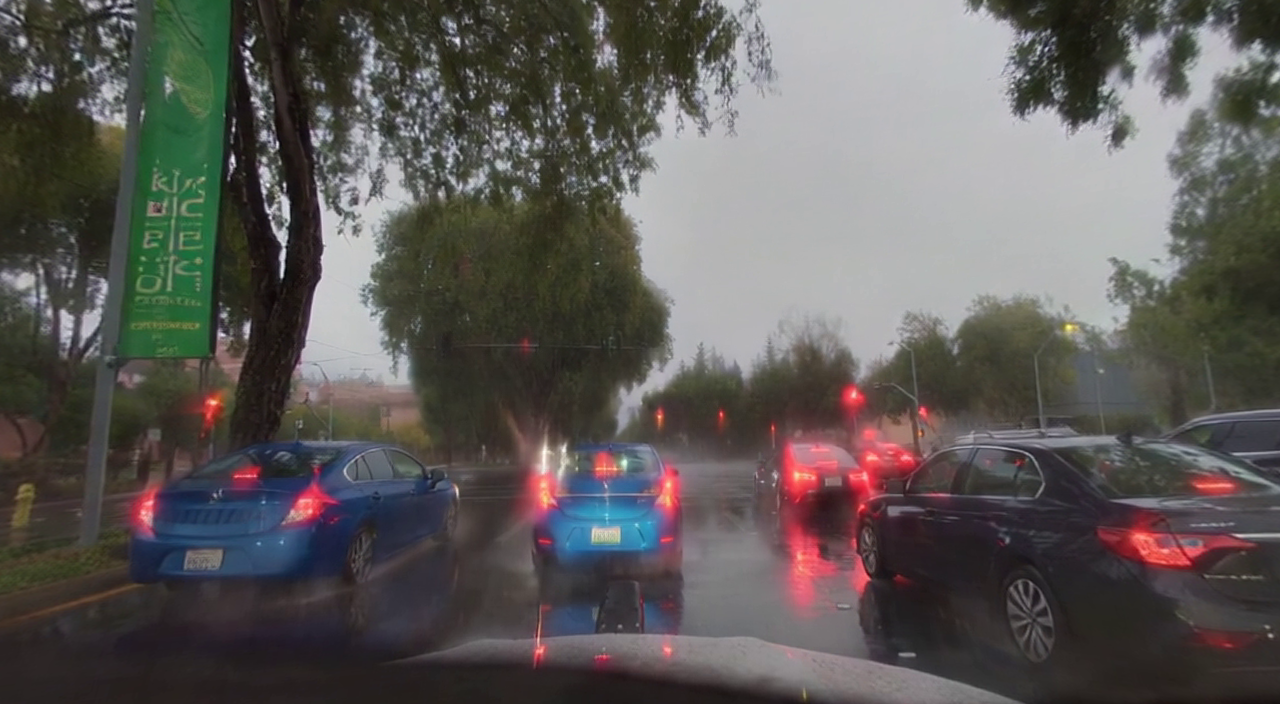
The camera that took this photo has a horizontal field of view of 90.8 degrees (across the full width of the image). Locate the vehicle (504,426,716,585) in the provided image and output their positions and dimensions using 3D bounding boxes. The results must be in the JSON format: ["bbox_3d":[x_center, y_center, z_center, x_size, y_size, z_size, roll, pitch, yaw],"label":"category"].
[{"bbox_3d":[-0.306,1.725,7.842,1.994,1.479,3.647,0,-9,-1],"label":"vehicle"}]

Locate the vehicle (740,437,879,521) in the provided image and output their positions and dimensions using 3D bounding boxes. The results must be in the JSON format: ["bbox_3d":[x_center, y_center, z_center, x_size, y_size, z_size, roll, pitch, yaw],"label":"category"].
[{"bbox_3d":[3.397,2.611,13.488,1.852,1.498,3.825,0,-9,-1],"label":"vehicle"}]

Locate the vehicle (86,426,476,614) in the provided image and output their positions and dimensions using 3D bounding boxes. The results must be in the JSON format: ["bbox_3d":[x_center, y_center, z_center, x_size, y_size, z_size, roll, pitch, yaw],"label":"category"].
[{"bbox_3d":[-3.371,1.635,7.098,1.929,1.457,4.136,0,-9,0],"label":"vehicle"}]

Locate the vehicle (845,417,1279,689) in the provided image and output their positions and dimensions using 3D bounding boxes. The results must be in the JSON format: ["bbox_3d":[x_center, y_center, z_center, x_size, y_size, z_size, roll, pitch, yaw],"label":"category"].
[{"bbox_3d":[3.600,1.440,5.764,1.953,1.471,4.470,0,-9,0],"label":"vehicle"}]
